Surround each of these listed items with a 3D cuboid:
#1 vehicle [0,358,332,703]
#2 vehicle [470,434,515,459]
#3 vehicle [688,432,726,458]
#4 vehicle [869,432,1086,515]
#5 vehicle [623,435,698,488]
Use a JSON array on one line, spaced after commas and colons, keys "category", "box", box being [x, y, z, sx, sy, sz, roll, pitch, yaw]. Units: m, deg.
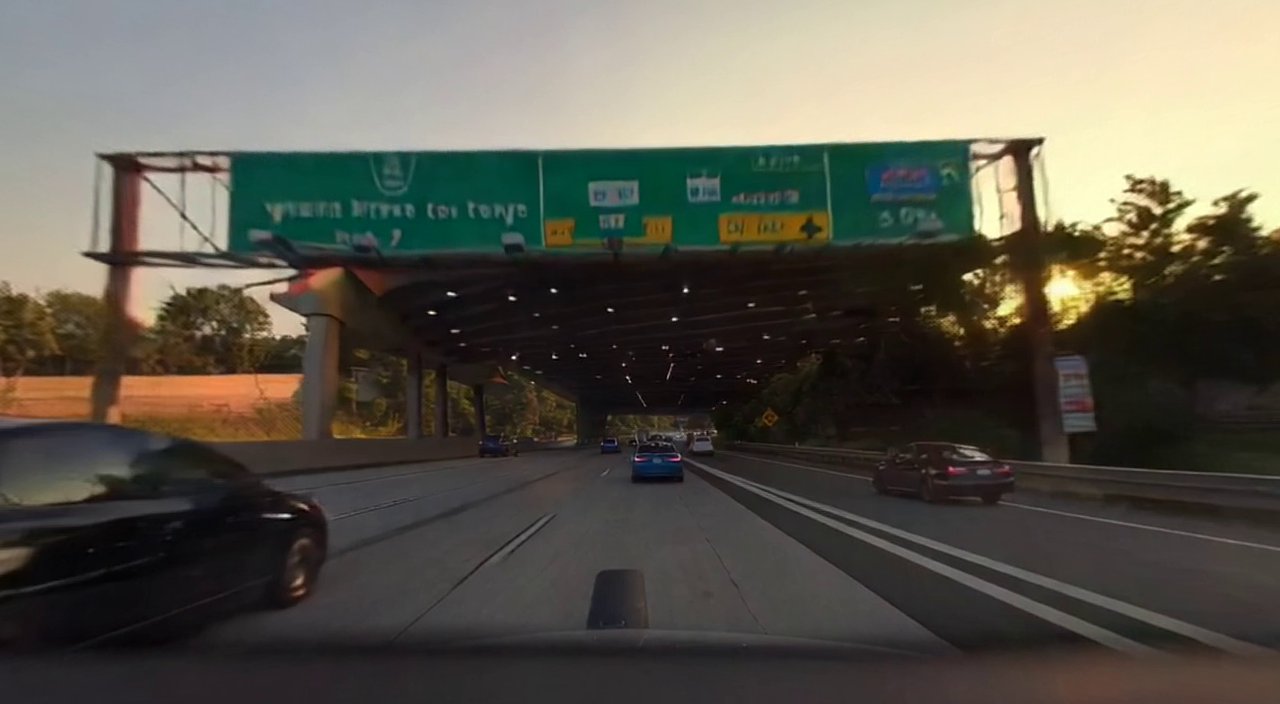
[{"category": "vehicle", "box": [-3.616, 0.840, 2.713, 1.927, 1.586, 5.142, 0, -8, 1]}, {"category": "vehicle", "box": [-10.268, 6.632, 44.264, 1.950, 1.664, 4.403, 0, -8, 2]}, {"category": "vehicle", "box": [4.930, 6.962, 47.163, 2.261, 1.781, 4.709, 0, -8, -1]}, {"category": "vehicle", "box": [6.715, 2.450, 13.244, 2.030, 1.442, 4.358, 0, -8, -2]}, {"category": "vehicle", "box": [0.566, 3.398, 19.890, 2.113, 1.464, 4.073, 0, -8, 0]}]
